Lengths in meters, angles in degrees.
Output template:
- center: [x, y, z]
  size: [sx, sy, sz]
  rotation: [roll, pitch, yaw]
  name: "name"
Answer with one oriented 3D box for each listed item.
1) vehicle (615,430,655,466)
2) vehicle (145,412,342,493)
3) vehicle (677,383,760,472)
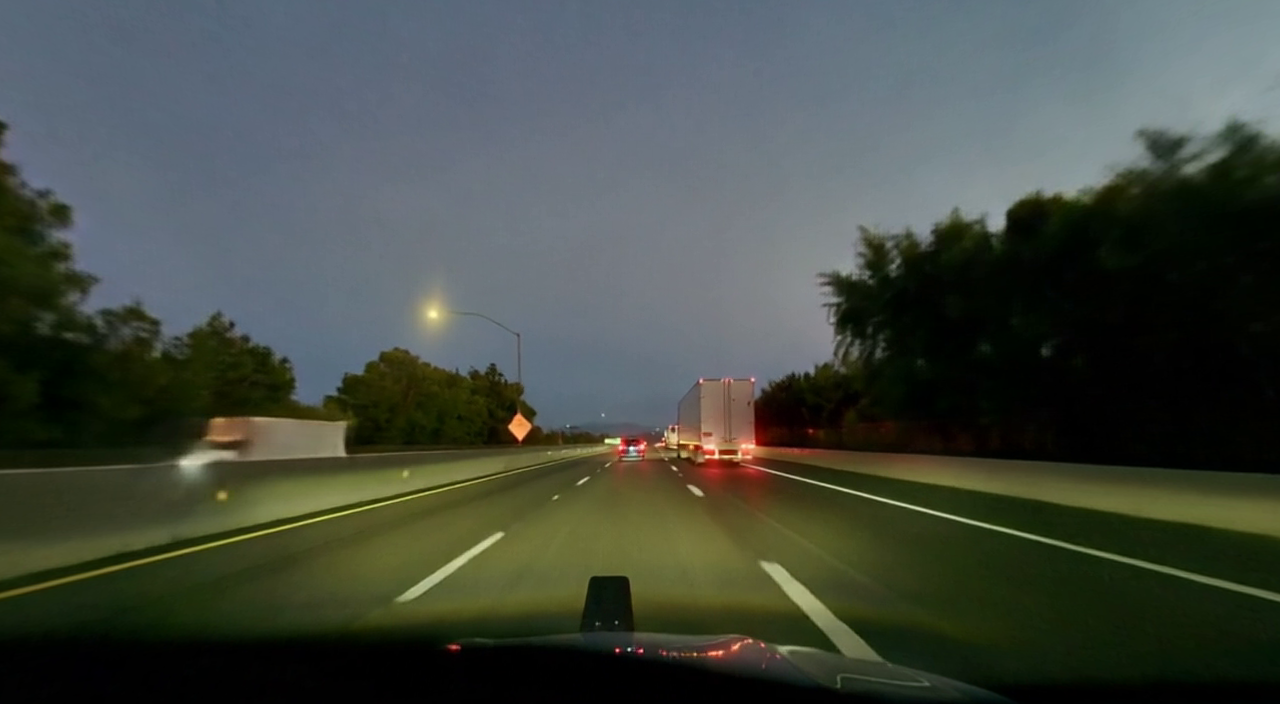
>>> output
- center: [-0.222, 5.657, 37.210]
  size: [2.211, 1.933, 4.315]
  rotation: [-1, -8, 1]
  name: "vehicle"
- center: [-16.330, 4.224, 26.970]
  size: [2.976, 2.894, 8.084]
  rotation: [-1, -8, 2]
  name: "vehicle"
- center: [4.074, 4.535, 36.596]
  size: [3.005, 4.121, 14.417]
  rotation: [0, -8, 0]
  name: "vehicle"
